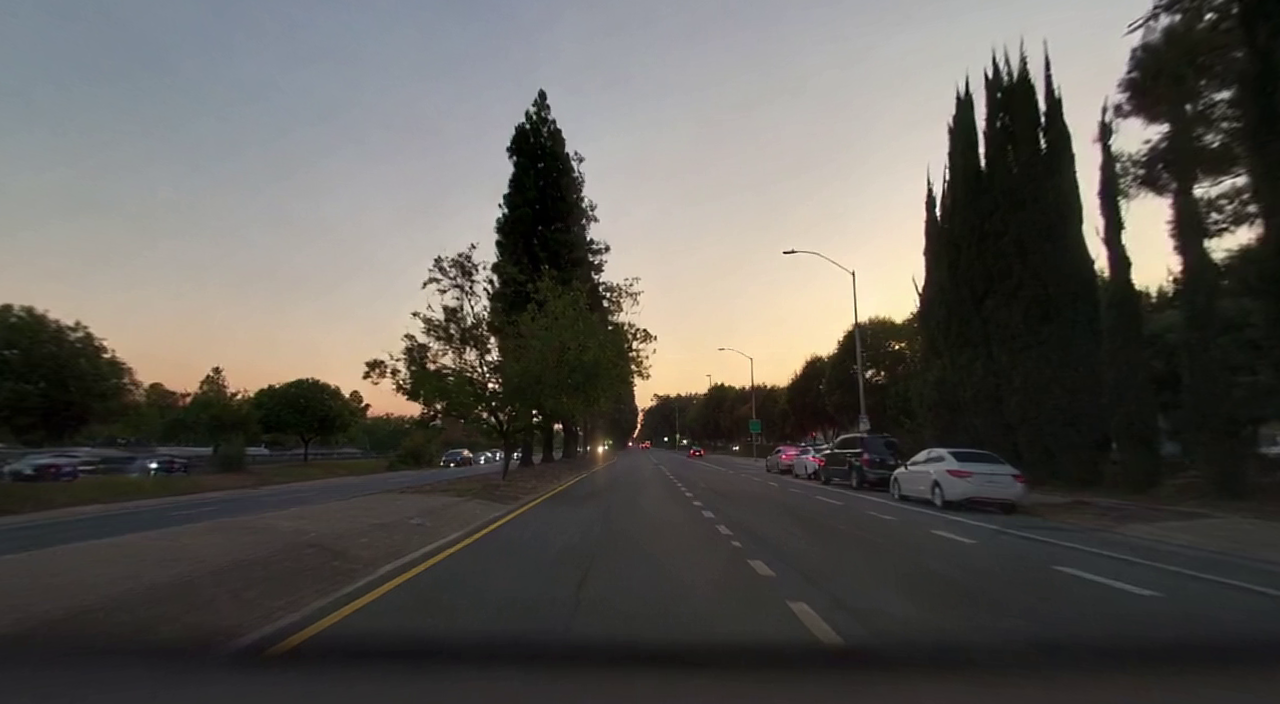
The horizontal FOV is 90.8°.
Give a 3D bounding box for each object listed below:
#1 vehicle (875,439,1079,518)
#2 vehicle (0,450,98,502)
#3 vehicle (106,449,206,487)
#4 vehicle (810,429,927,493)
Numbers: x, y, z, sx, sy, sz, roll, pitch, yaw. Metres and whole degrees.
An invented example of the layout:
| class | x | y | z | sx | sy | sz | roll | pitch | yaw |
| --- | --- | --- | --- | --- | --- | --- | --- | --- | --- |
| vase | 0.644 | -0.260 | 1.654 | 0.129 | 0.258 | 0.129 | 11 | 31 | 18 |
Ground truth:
| class | x | y | z | sx | sy | sz | roll | pitch | yaw |
| --- | --- | --- | --- | --- | --- | --- | --- | --- | --- |
| vehicle | 7.334 | 2.778 | 14.460 | 1.975 | 1.479 | 4.632 | 0 | -8 | -2 |
| vehicle | -25.584 | 5.130 | 25.914 | 4.699 | 1.866 | 2.179 | -3 | -8 | -2 |
| vehicle | -27.720 | 6.614 | 36.476 | 2.180 | 1.915 | 5.140 | 1 | -8 | -7 |
| vehicle | 7.343 | 3.545 | 20.898 | 1.998 | 1.873 | 4.659 | 0 | -8 | -1 |
